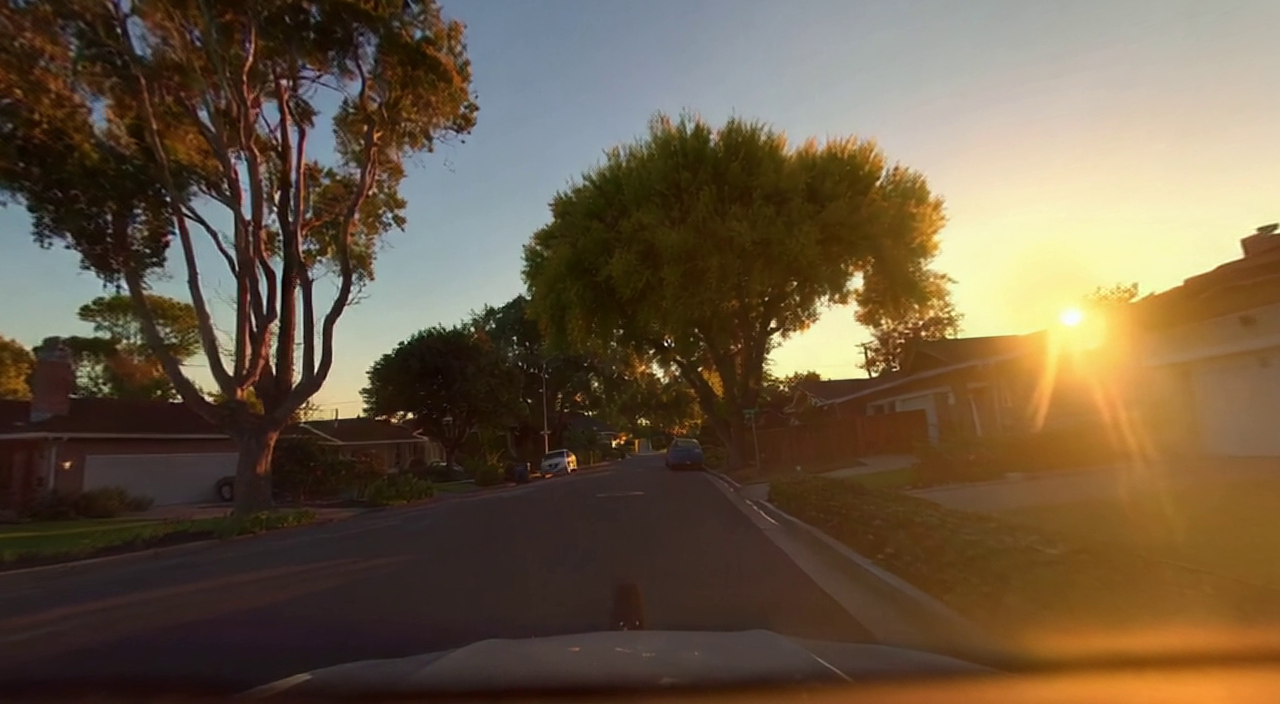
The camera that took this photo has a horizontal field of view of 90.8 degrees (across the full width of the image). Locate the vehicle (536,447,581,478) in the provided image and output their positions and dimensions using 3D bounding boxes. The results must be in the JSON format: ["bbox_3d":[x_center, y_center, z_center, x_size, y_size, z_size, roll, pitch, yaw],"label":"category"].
[{"bbox_3d":[-5.573,7.608,43.763,2.208,1.834,4.675,-5,-9,2],"label":"vehicle"}]

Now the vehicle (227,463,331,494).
[{"bbox_3d":[-19.142,6.715,33.593,4.404,1.495,1.844,-1,-9,4],"label":"vehicle"}]

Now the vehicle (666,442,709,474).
[{"bbox_3d":[2.453,5.584,33.479,2.005,1.553,3.984,-1,-9,1],"label":"vehicle"}]
